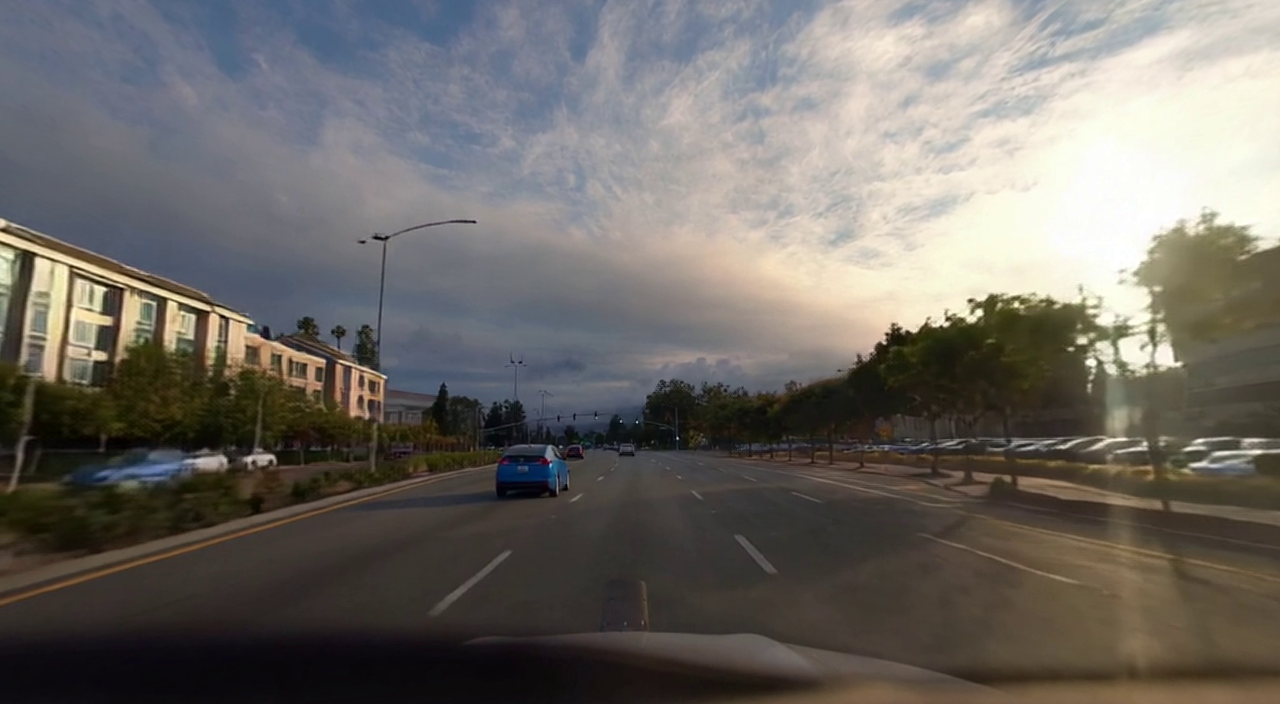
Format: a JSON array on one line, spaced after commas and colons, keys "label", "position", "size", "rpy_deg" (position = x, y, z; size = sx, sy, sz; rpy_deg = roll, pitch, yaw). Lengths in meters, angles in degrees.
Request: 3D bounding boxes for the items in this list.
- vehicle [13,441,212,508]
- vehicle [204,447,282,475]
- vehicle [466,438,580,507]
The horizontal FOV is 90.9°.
[{"label": "vehicle", "position": [-15.789, 3.648, 19.326], "size": [2.055, 1.757, 4.724], "rpy_deg": [0, -8, -2]}, {"label": "vehicle", "position": [-26.557, 7.288, 42.392], "size": [1.786, 1.713, 4.992], "rpy_deg": [1, -9, 2]}, {"label": "vehicle", "position": [-2.841, 3.037, 16.392], "size": [2.009, 1.489, 4.543], "rpy_deg": [-1, -8, 1]}]
